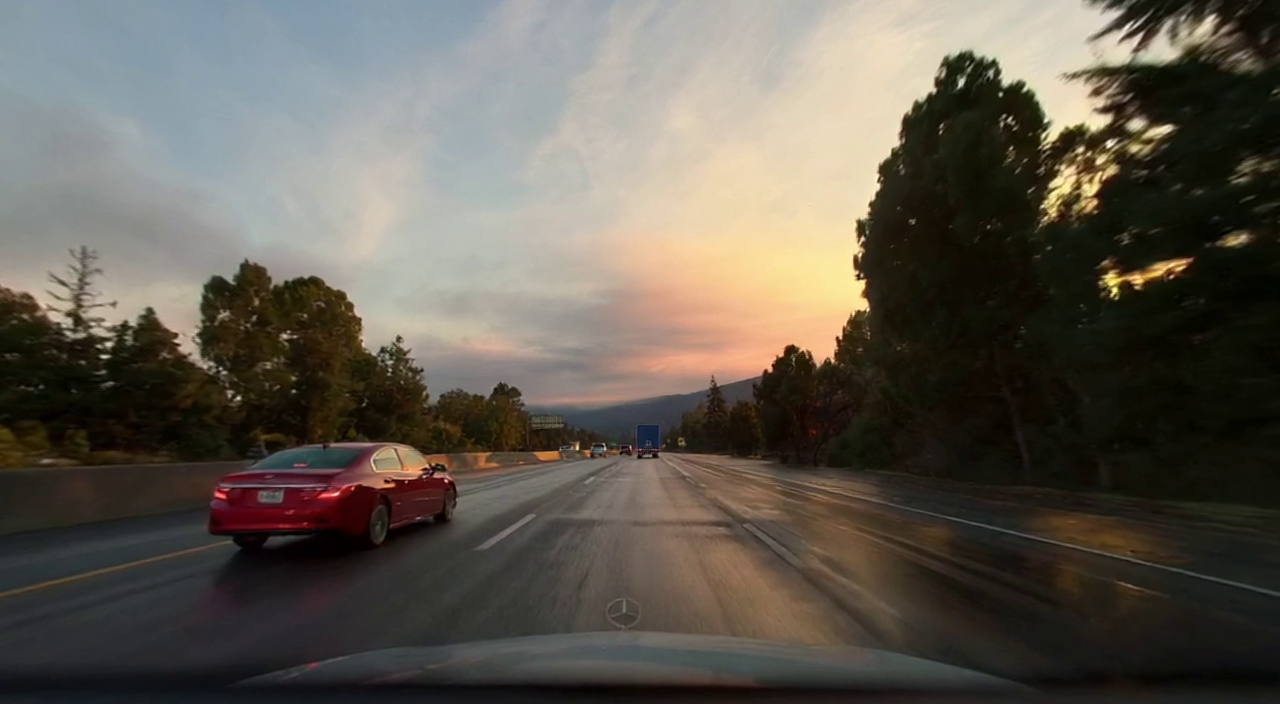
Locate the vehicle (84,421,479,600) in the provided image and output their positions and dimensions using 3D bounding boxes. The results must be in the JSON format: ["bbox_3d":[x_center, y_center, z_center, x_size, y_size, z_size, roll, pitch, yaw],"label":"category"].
[{"bbox_3d":[-3.756,1.764,7.983,1.999,1.533,4.870,-1,-9,2],"label":"vehicle"}]
